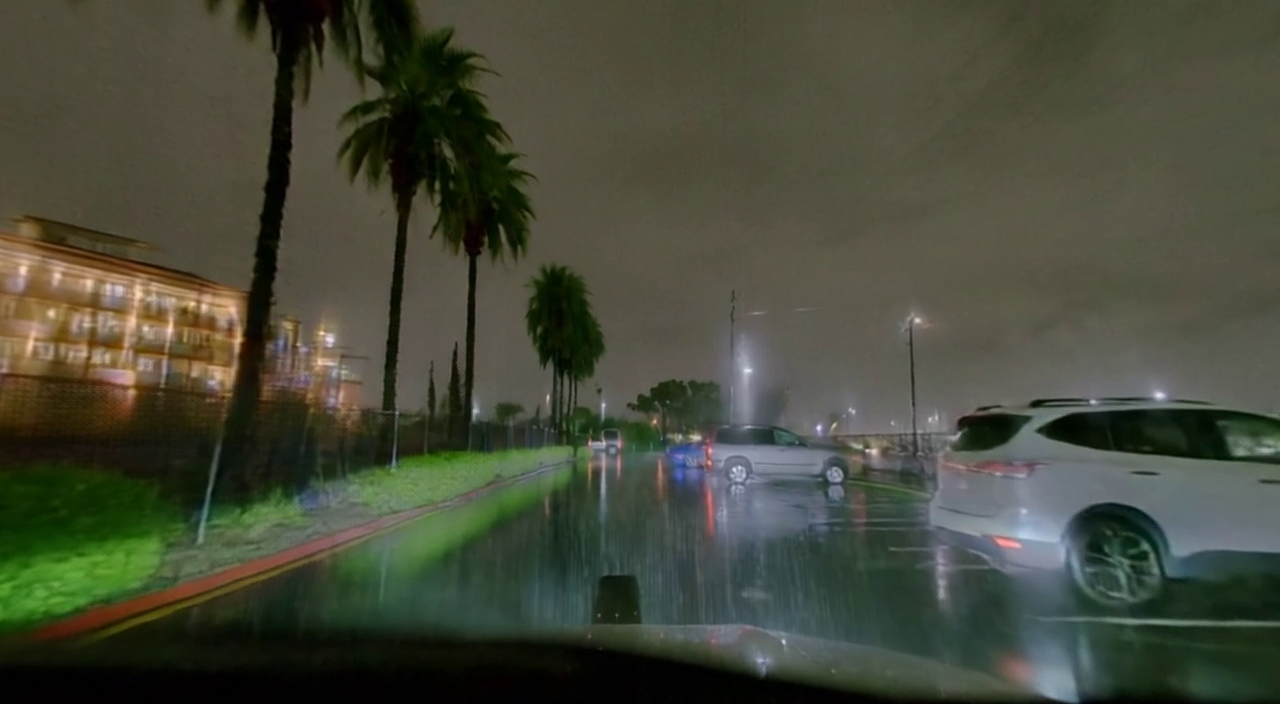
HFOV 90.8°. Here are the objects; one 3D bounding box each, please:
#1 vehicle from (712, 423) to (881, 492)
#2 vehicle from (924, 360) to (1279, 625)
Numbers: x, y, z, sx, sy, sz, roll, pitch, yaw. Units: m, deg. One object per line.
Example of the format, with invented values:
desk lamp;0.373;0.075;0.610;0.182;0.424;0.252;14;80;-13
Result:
vehicle;4.642;3.177;19.160;4.609;1.734;1.909;3;-8;0
vehicle;5.341;1.219;5.642;4.691;1.877;1.959;2;-9;4
